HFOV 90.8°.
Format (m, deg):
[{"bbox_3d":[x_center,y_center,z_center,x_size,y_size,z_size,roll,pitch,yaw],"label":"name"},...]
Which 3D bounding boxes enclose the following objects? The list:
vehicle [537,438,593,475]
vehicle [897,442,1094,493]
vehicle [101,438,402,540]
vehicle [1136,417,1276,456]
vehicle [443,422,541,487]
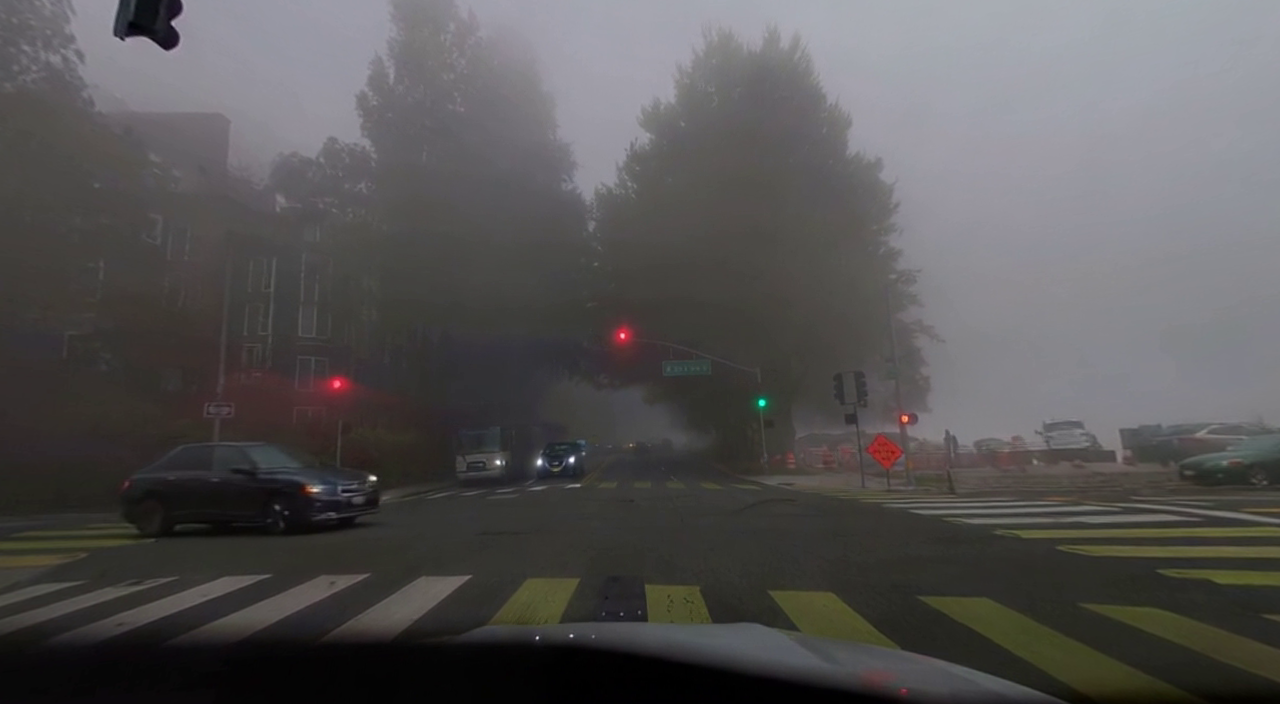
[{"bbox_3d":[-3.688,5.233,31.900,2.302,1.708,4.764,0,-9,0],"label":"vehicle"},{"bbox_3d":[11.152,3.641,20.236,5.158,1.470,2.012,-4,-10,26],"label":"vehicle"},{"bbox_3d":[-7.148,2.514,11.981,4.390,1.700,2.048,-1,-9,5],"label":"vehicle"},{"bbox_3d":[33.268,5.004,37.291,5.969,2.225,2.458,0,-9,-4],"label":"vehicle"},{"bbox_3d":[-6.499,4.657,28.999,2.896,2.560,7.322,0,-9,-1],"label":"vehicle"}]
